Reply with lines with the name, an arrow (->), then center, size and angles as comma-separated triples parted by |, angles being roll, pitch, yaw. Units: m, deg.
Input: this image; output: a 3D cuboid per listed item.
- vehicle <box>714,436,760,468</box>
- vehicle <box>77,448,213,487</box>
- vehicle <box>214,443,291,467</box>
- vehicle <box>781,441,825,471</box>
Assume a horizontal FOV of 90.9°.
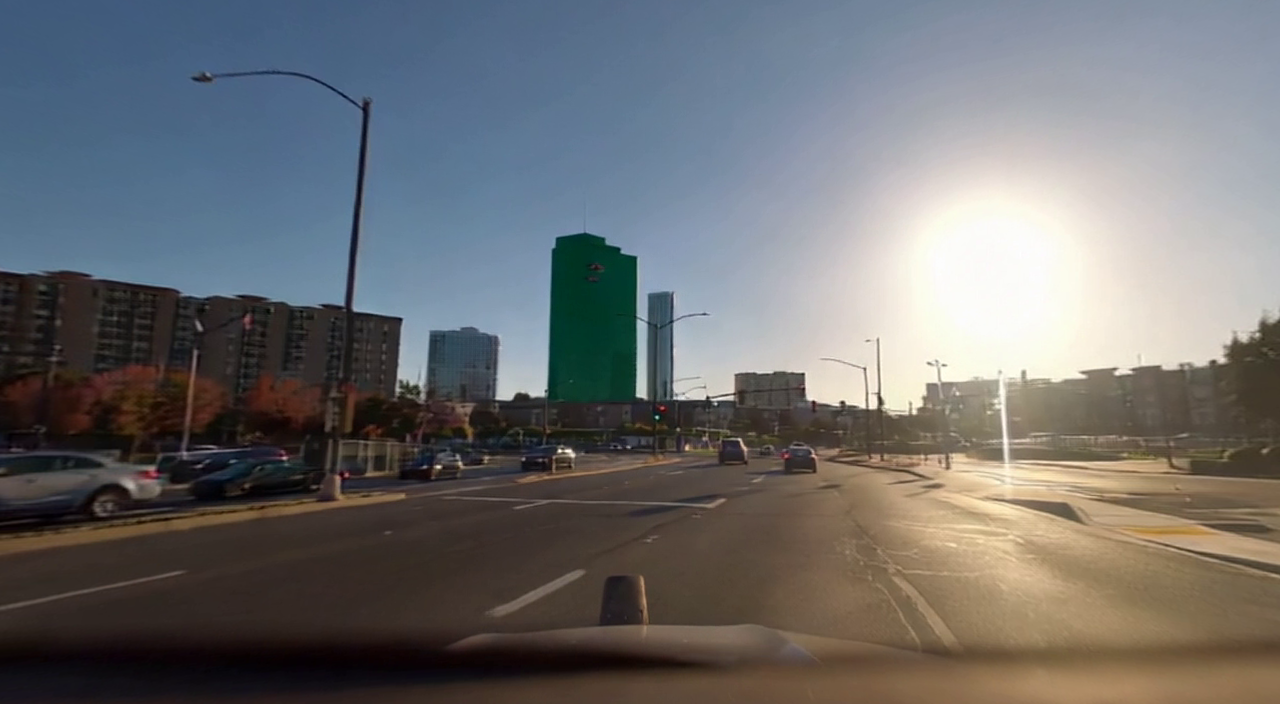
vehicle -> 5.599, 5.690, 35.978 | 2.031, 1.692, 4.284 | -2, -9, 16
vehicle -> -22.519, 5.213, 28.947 | 1.875, 1.600, 4.604 | -2, -9, 15
vehicle -> -26.118, 6.898, 42.511 | 4.431, 1.510, 1.947 | -3, -9, 20
vehicle -> 8.610, 5.473, 33.328 | 2.041, 1.444, 4.710 | -2, -9, 14
